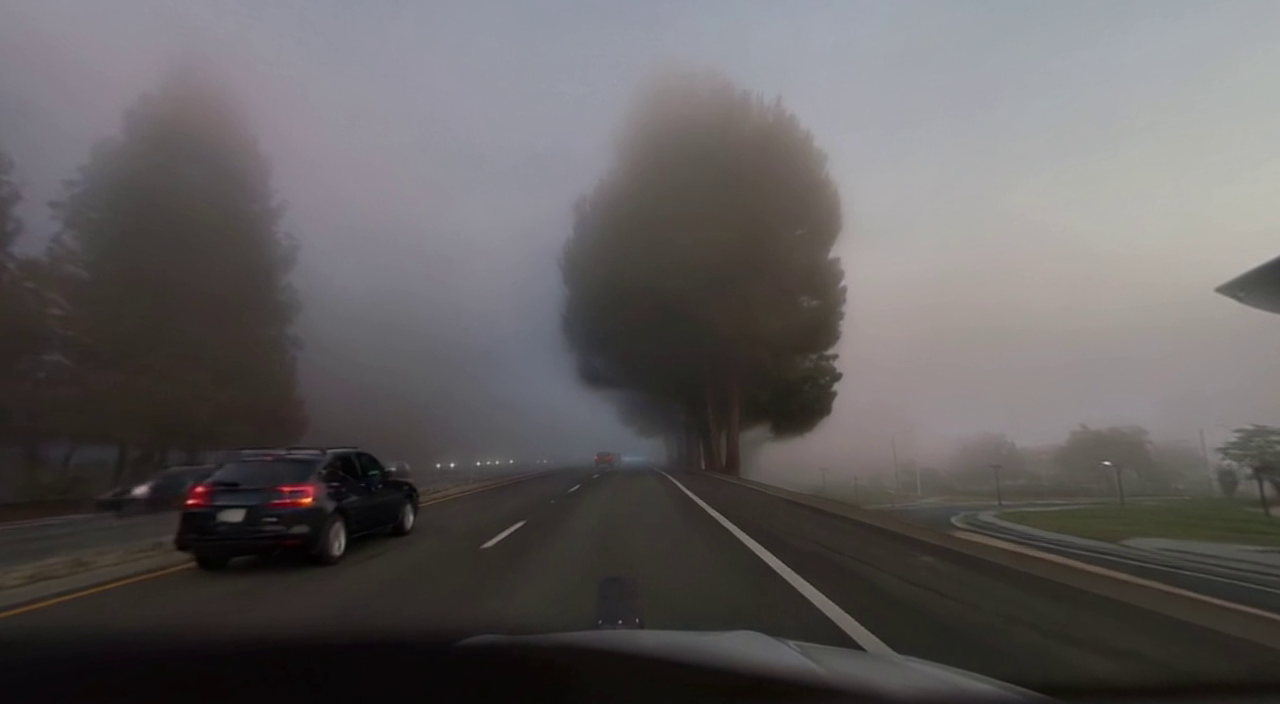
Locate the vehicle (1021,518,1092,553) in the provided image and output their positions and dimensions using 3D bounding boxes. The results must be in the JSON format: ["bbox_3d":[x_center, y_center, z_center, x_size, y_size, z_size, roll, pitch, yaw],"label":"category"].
[{"bbox_3d":[26.510,11.672,40.385,1.914,1.715,3.814,-1,-10,2],"label":"vehicle"}]

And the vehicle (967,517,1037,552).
[{"bbox_3d":[23.863,12.035,41.875,1.993,1.688,4.523,0,-9,1],"label":"vehicle"}]

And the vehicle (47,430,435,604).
[{"bbox_3d":[-4.341,1.820,8.042,1.936,1.536,4.627,0,-8,0],"label":"vehicle"}]
